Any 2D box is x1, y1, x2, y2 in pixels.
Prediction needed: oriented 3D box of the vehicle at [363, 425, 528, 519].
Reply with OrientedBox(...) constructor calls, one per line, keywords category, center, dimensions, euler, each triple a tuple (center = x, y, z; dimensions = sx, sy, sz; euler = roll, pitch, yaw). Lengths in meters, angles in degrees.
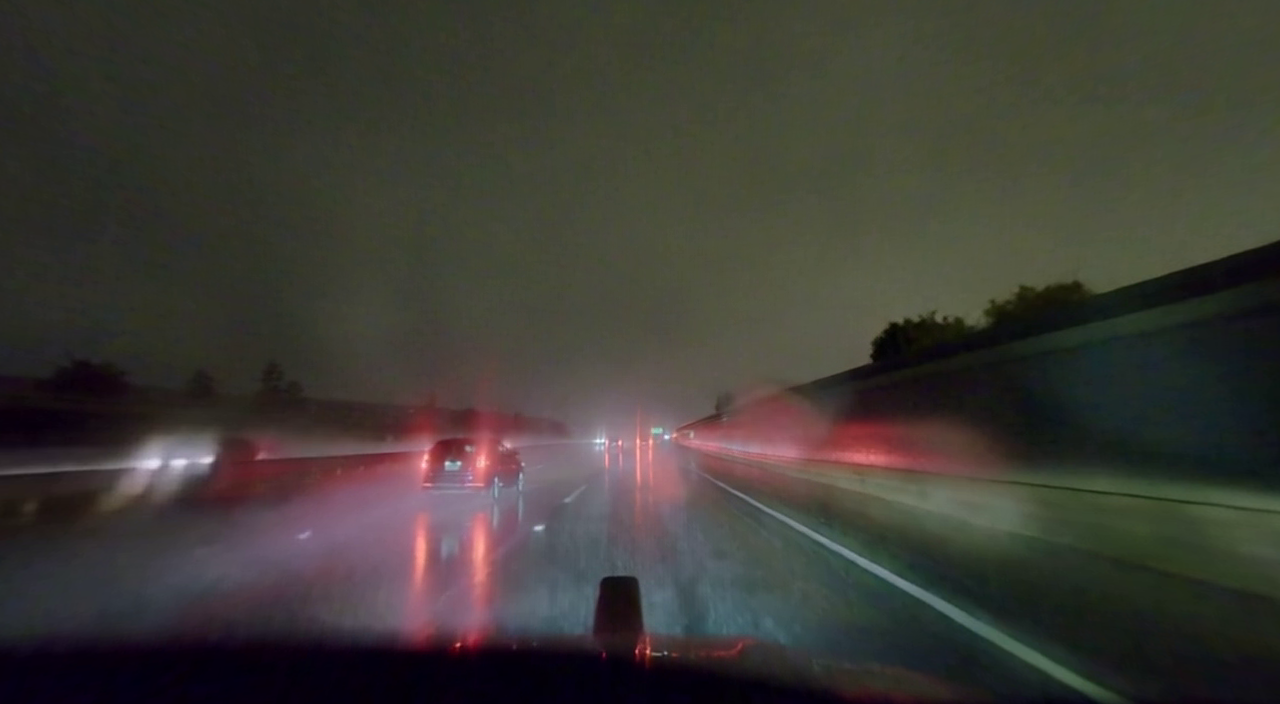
OrientedBox(category="vehicle", center=(-3.724, 2.352, 12.993), dimensions=(2.039, 1.589, 4.324), euler=(0, -8, 0))
